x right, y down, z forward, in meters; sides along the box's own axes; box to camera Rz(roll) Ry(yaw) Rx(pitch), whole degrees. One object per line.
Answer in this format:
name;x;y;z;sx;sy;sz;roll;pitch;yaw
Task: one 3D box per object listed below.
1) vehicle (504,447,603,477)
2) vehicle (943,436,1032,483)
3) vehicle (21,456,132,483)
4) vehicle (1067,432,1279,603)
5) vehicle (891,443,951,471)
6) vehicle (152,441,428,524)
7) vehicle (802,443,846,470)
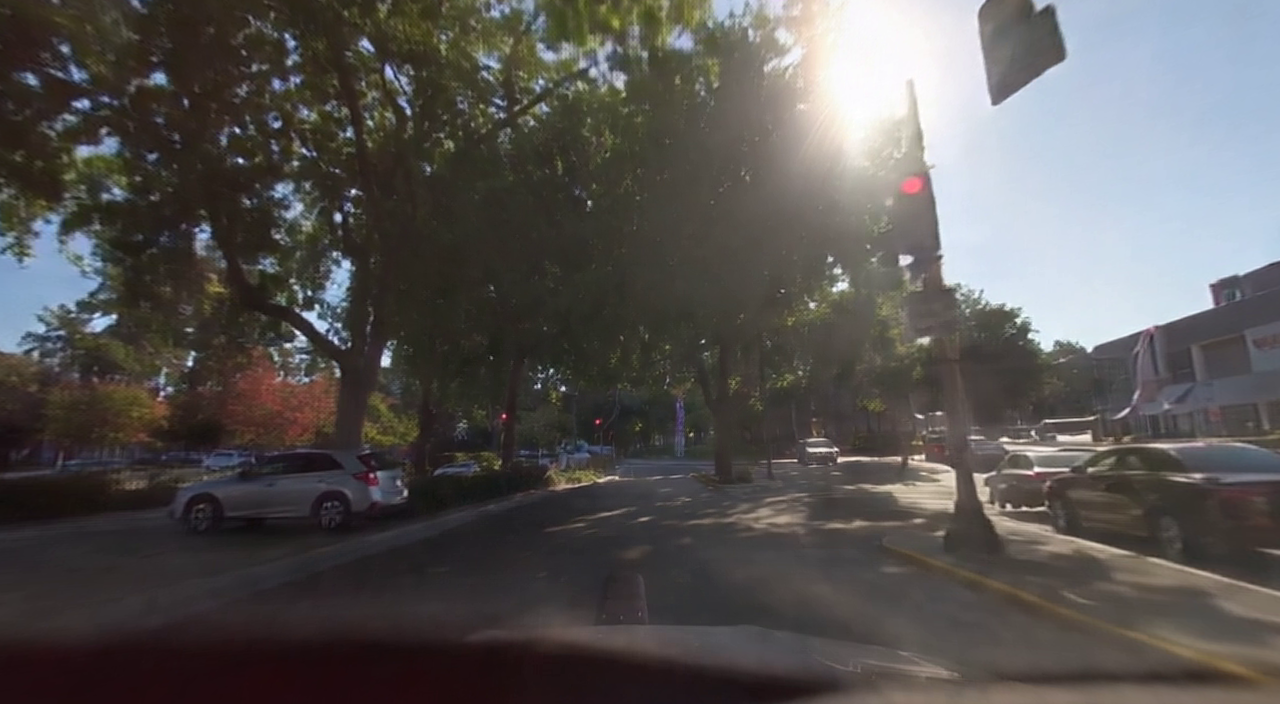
vehicle;-4.621;5.907;34.118;4.792;1.468;2.116;-2;-9;14
vehicle;13.628;4.228;25.076;1.921;1.657;4.400;-2;-9;14
vehicle;-34.829;7.241;39.224;1.840;1.451;4.657;-4;-10;26
vehicle;6.893;1.694;7.099;1.867;1.479;4.452;-2;-9;12
vehicle;16.229;6.068;36.739;1.951;1.491;4.359;-1;-9;7
vehicle;-6.716;2.520;12.470;4.376;1.476;1.791;0;-9;2
vehicle;11.152;6.347;38.594;2.061;1.519;4.794;-1;-8;10
